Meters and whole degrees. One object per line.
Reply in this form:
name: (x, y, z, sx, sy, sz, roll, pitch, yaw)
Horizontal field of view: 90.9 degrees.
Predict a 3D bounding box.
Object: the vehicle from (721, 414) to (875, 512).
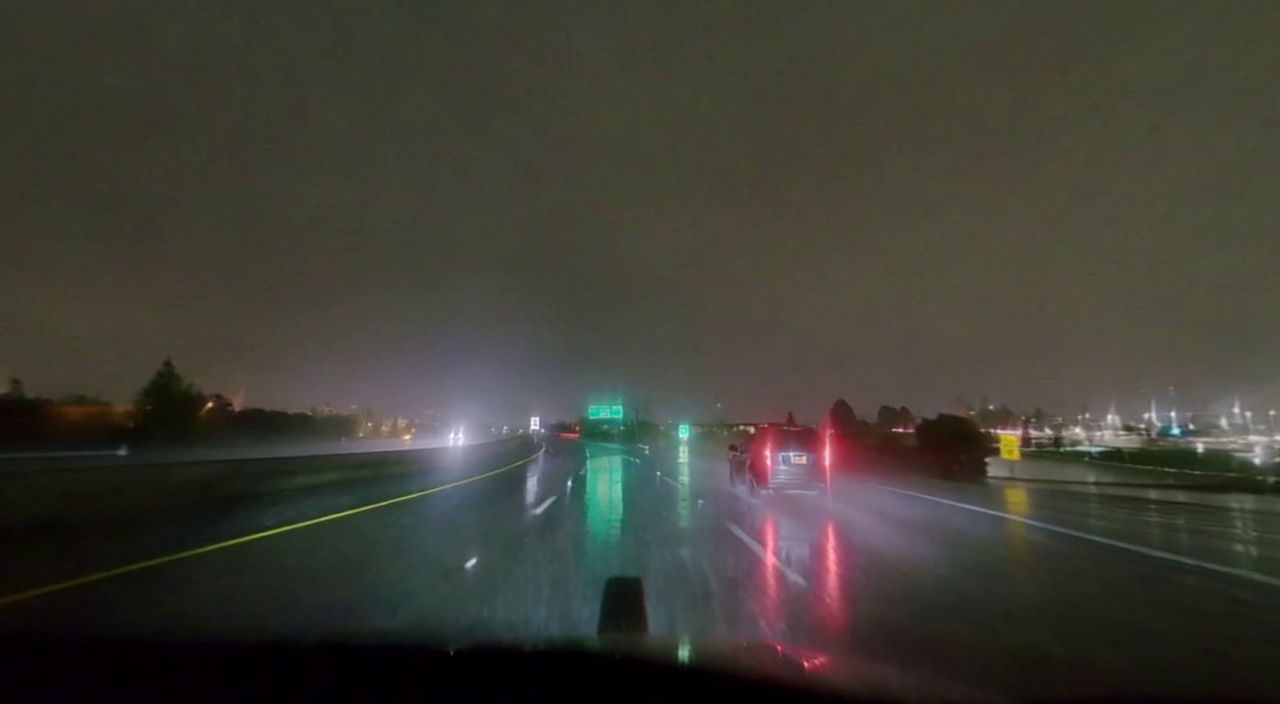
vehicle: (3.090, 2.289, 13.383, 2.059, 1.715, 4.192, 0, -8, -2)
